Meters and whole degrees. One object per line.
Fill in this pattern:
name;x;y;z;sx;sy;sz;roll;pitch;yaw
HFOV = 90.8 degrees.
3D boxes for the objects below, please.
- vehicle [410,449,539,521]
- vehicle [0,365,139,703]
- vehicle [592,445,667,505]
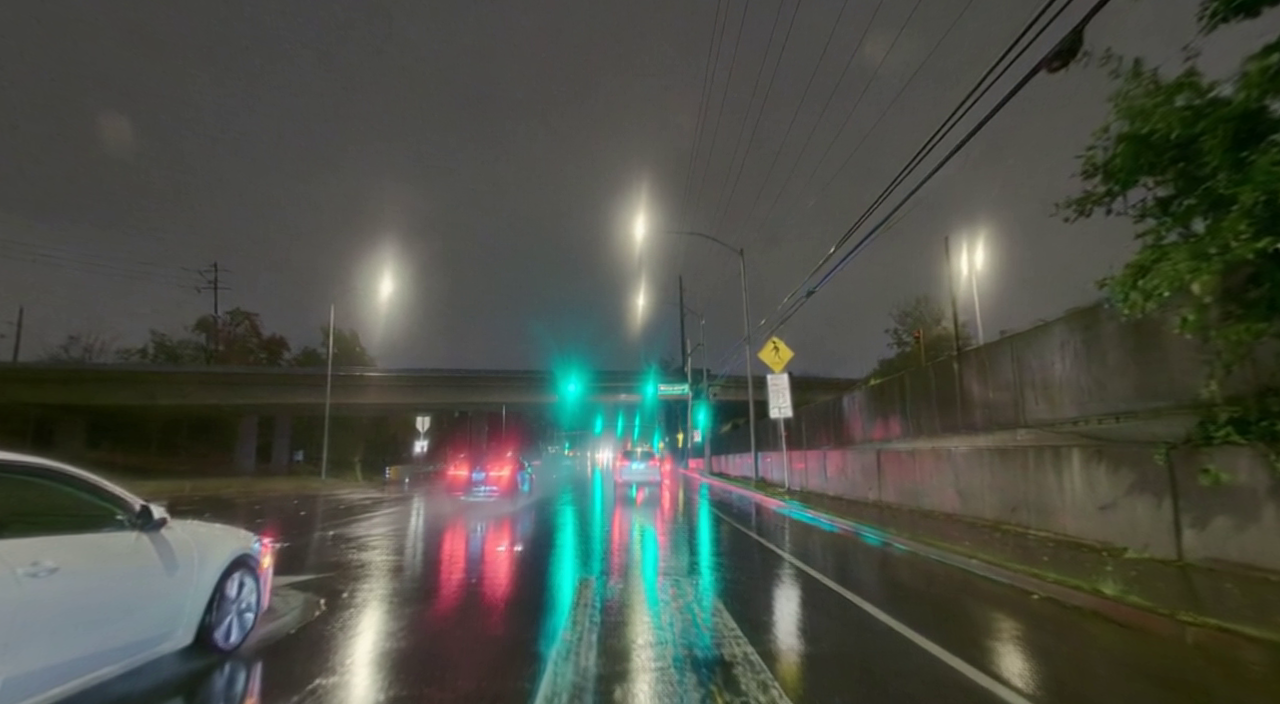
vehicle;-3.751;3.065;15.153;1.946;1.437;4.154;0;-8;0
vehicle;-3.557;0.673;1.049;1.925;1.666;4.271;0;-8;0
vehicle;-0.302;3.575;18.806;1.985;1.565;3.968;0;-8;0
